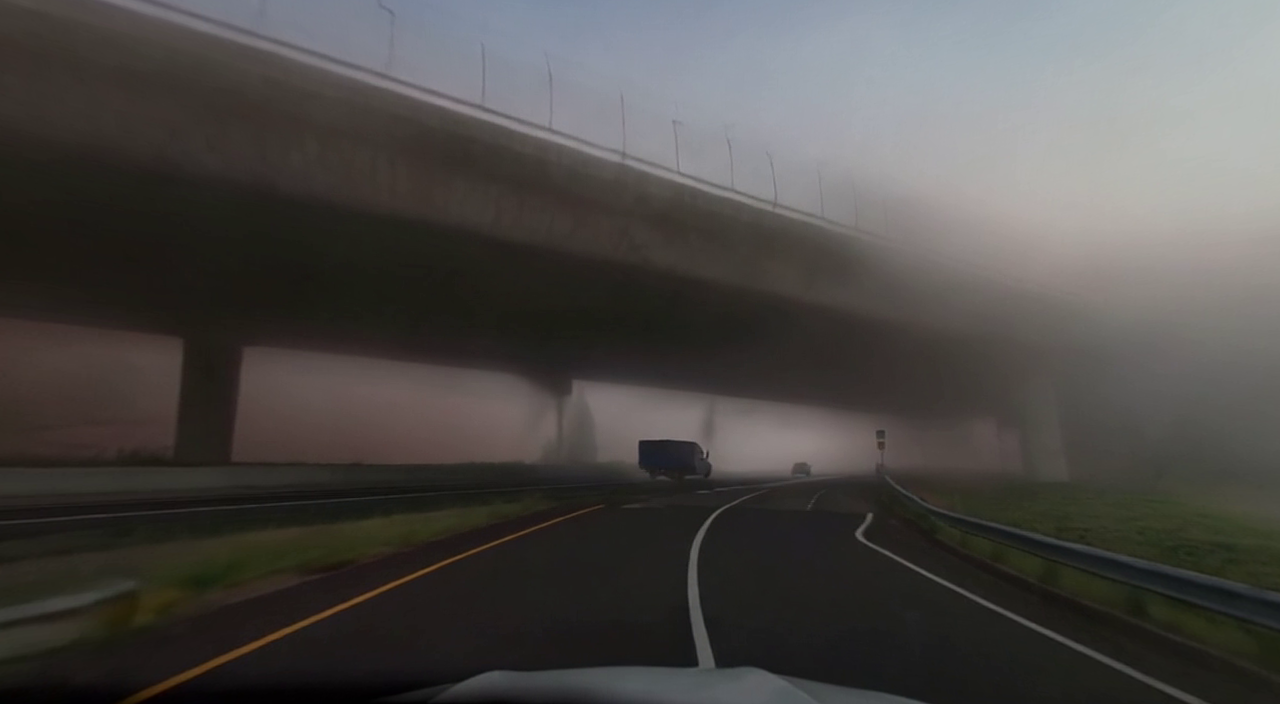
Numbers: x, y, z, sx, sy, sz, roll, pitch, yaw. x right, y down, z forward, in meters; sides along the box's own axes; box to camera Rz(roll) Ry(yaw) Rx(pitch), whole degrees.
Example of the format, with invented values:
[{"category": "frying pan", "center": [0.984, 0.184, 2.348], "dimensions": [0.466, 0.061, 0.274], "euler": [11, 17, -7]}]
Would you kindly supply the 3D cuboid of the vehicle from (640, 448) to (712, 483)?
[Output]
[{"category": "vehicle", "center": [1.705, 5.127, 28.673], "dimensions": [1.940, 1.444, 4.024], "euler": [-4, -10, 24]}]
